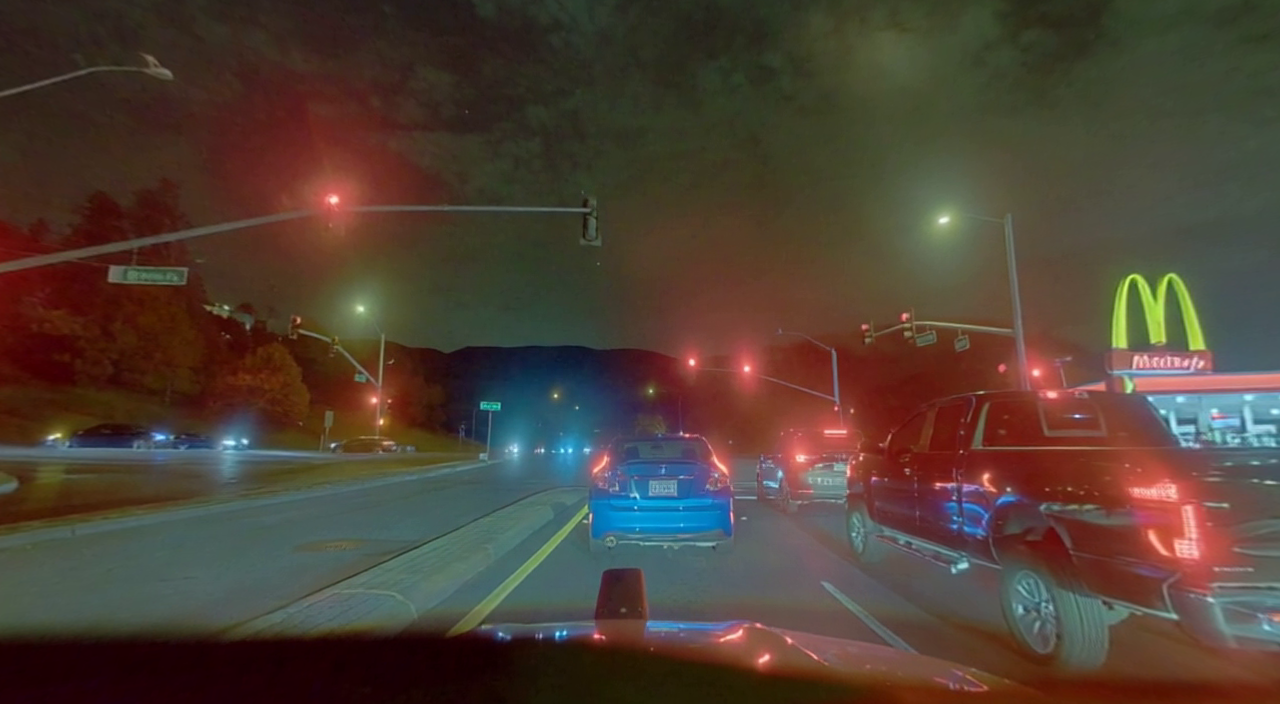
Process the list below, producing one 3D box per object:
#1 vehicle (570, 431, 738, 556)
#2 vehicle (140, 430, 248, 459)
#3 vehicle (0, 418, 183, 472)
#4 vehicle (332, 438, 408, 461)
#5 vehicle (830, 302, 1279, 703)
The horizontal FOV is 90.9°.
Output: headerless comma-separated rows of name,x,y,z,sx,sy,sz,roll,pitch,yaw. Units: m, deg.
vehicle,0.165,2.000,9.608,2.027,1.494,3.824,0,-8,0
vehicle,-23.258,4.840,32.964,4.326,1.420,1.798,-1,-8,4
vehicle,-18.743,3.162,21.538,4.742,1.720,2.107,-1,-8,6
vehicle,-18.356,6.610,42.878,4.528,1.460,1.963,4,-10,-28
vehicle,3.533,1.107,4.734,2.277,1.871,6.143,0,-8,0
